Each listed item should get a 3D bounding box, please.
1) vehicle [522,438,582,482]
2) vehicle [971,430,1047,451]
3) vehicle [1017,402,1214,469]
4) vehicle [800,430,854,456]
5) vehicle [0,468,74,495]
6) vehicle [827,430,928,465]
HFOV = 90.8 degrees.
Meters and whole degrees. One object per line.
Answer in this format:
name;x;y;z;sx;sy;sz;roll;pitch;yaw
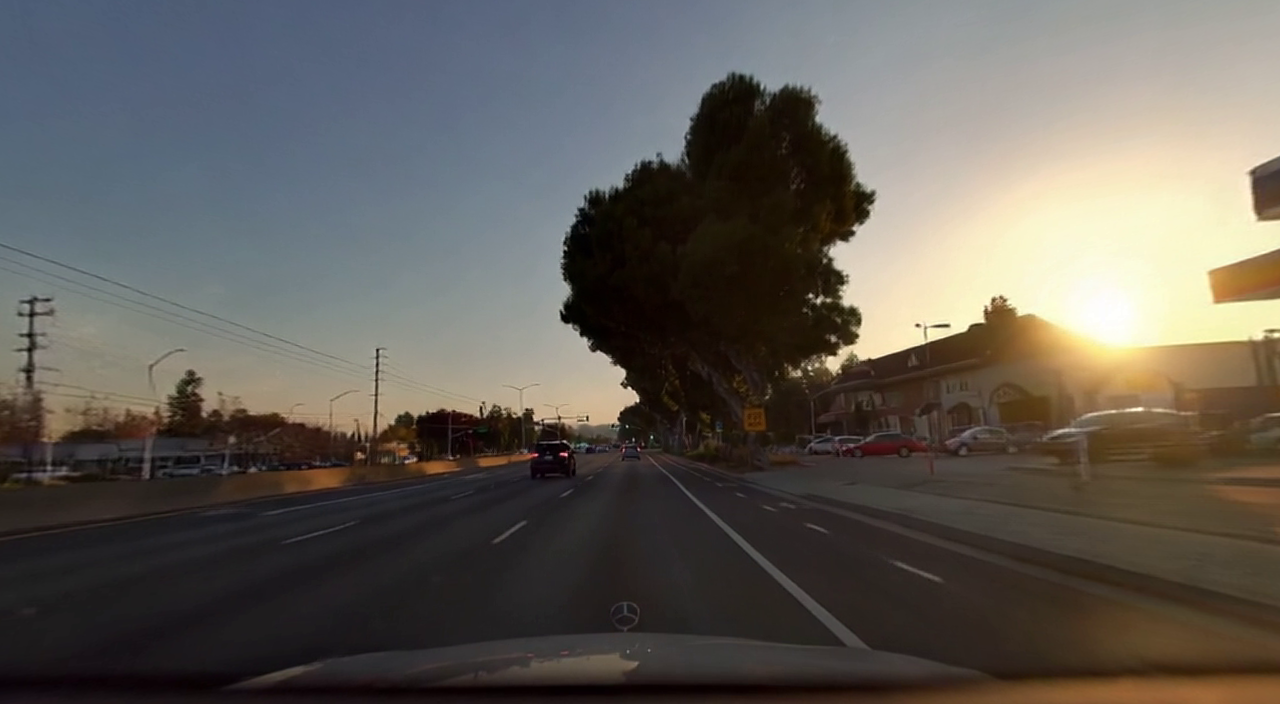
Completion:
vehicle;-3.786;4.743;27.969;1.985;1.772;4.479;-1;-9;0
vehicle;27.334;6.577;46.904;4.457;1.449;1.833;-2;-8;5
vehicle;14.336;2.645;19.585;2.041;1.793;5.054;0;-9;-2
vehicle;14.103;6.818;47.641;3.562;1.693;1.876;2;-5;-27
vehicle;-44.385;9.372;46.054;1.947;1.712;4.853;0;-9;-3
vehicle;12.903;5.212;34.556;4.612;1.491;2.061;-5;-8;1
